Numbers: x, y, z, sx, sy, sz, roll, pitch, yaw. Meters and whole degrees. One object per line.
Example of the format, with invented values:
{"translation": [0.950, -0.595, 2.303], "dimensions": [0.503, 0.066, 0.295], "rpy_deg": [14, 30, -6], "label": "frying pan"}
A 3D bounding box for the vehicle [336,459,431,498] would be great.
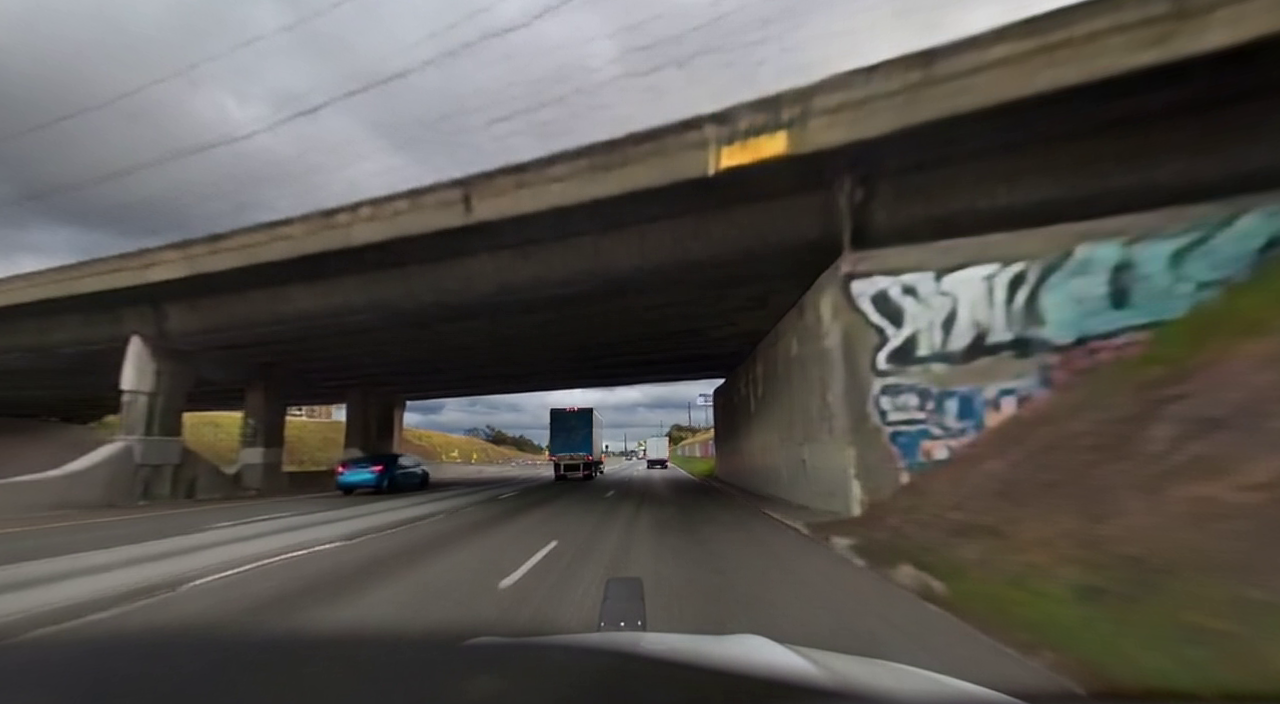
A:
{"translation": [-10.320, 5.098, 25.736], "dimensions": [1.940, 1.381, 4.348], "rpy_deg": [-1, -9, 2], "label": "vehicle"}

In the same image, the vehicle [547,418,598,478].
{"translation": [-4.927, 7.312, 47.939], "dimensions": [2.955, 4.022, 8.842], "rpy_deg": [0, -9, 0], "label": "vehicle"}
